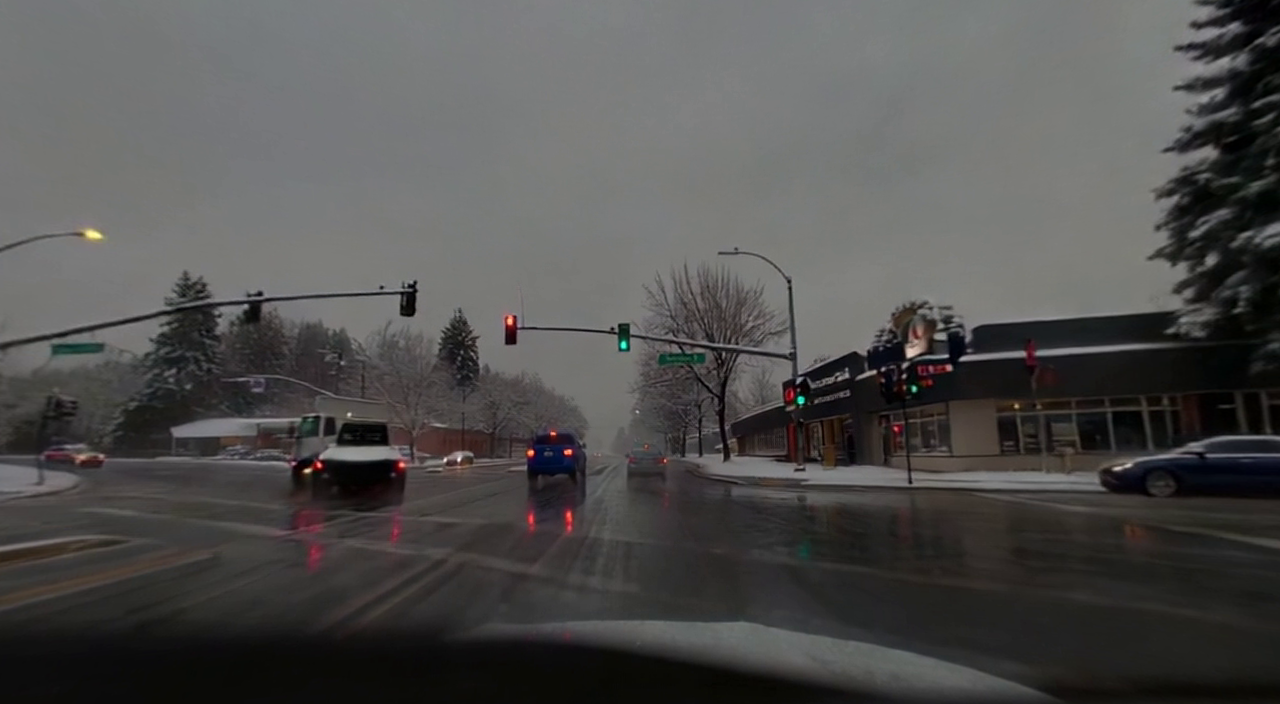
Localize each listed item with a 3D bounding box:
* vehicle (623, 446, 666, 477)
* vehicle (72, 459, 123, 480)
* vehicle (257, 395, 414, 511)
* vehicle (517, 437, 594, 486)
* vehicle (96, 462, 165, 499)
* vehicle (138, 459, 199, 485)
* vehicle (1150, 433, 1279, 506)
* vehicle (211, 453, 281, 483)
[{"bbox_3d":[0.223,5.586,32.456,2.103,1.487,4.101,0,-9,0],"label":"vehicle"},{"bbox_3d":[-42.153,9.082,49.058,4.332,1.453,1.932,-6,-10,35],"label":"vehicle"},{"bbox_3d":[-7.920,2.680,17.077,2.507,2.667,4.567,1,-9,-9],"label":"vehicle"},{"bbox_3d":[-3.321,4.463,26.039,2.464,1.777,5.128,0,-9,0],"label":"vehicle"},{"bbox_3d":[-23.925,5.938,29.596,1.915,1.480,4.432,8,-12,-44],"label":"vehicle"},{"bbox_3d":[-30.235,7.642,40.466,4.125,1.460,1.967,-7,-11,37],"label":"vehicle"},{"bbox_3d":[14.120,2.537,13.801,4.406,1.512,1.935,-6,-10,35],"label":"vehicle"},{"bbox_3d":[-26.012,7.558,41.623,5.425,1.787,2.191,-7,-11,39],"label":"vehicle"}]
